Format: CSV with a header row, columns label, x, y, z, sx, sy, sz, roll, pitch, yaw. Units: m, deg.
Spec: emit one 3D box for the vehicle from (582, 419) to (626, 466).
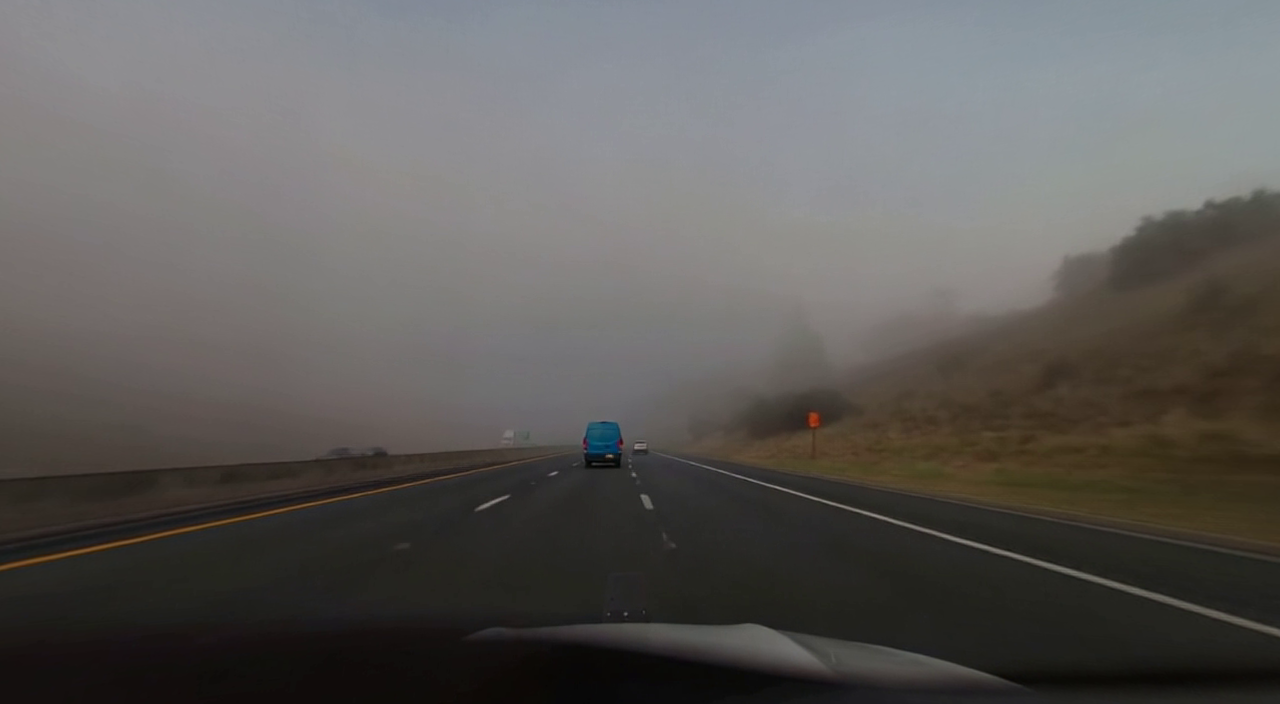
label,x,y,z,sx,sy,sz,roll,pitch,yaw
vehicle,-2.003,5.246,36.584,2.329,2.483,5.428,0,-8,-1
